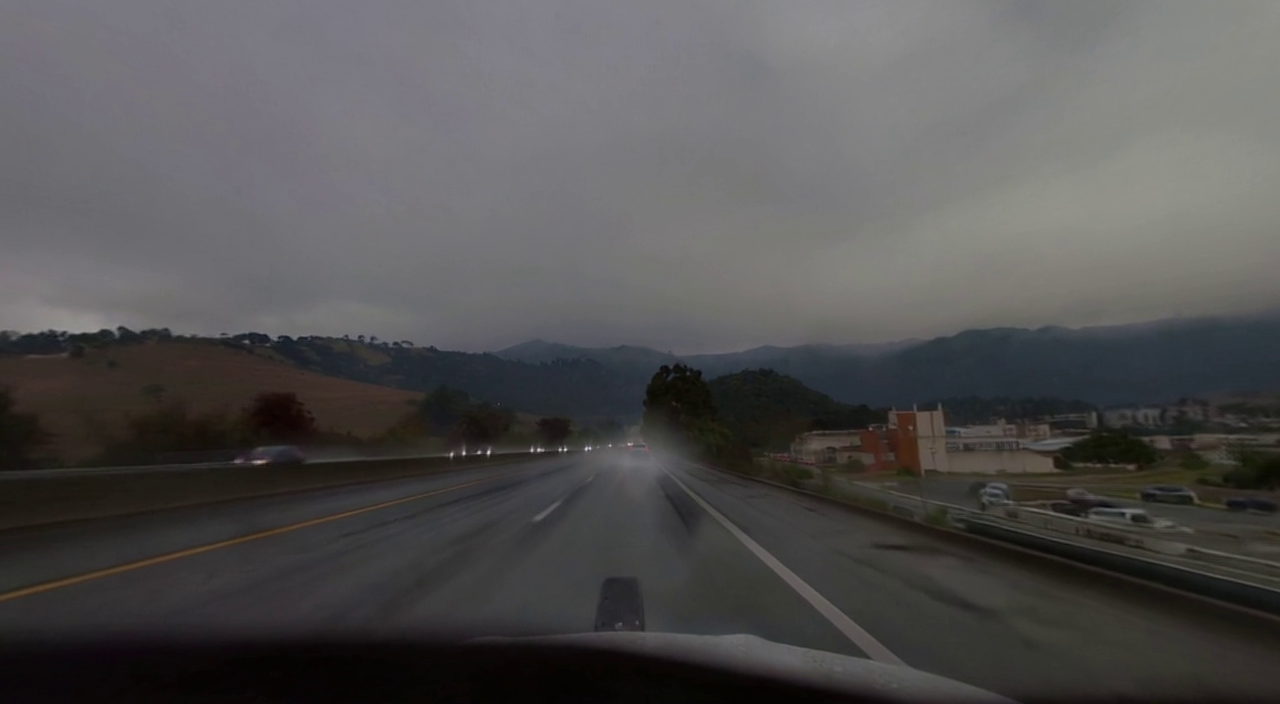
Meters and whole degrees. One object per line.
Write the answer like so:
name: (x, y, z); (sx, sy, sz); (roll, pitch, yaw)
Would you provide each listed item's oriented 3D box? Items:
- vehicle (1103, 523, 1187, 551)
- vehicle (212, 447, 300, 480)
vehicle: (35.660, 13.064, 44.699); (3.995, 1.648, 2.144); (0, -8, 2)
vehicle: (-21.871, 6.333, 36.251); (2.198, 1.735, 4.468); (0, -9, 0)
